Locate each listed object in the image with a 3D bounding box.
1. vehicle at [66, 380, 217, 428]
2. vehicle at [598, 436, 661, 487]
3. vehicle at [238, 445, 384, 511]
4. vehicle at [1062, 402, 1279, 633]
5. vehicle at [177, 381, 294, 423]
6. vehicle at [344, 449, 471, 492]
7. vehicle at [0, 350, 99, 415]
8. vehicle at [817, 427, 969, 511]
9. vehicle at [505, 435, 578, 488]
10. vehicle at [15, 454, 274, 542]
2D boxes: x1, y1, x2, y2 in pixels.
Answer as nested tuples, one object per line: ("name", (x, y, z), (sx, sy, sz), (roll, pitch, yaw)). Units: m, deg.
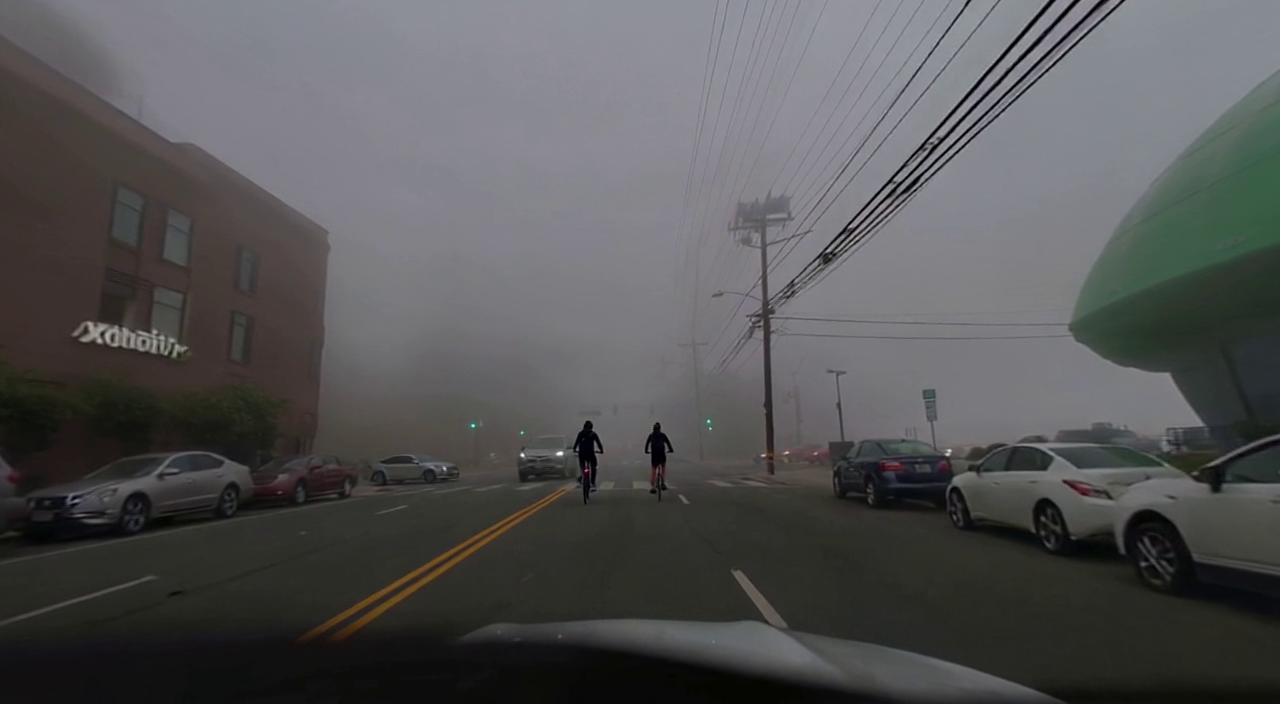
("vehicle", (-17.292, 1.828, 22.047), (3.750, 1.495, 1.727), (-1, -8, -2))
("vehicle", (-0.404, 4.125, 24.076), (2.190, 1.783, 4.048), (0, -9, -1))
("vehicle", (-10.277, 3.922, 20.306), (2.075, 1.816, 4.900), (0, -9, -1))
("vehicle", (5.539, 1.185, 4.554), (1.972, 1.623, 4.469), (0, -9, 2))
("vehicle", (-17.140, 2.155, 26.916), (3.685, 1.584, 1.708), (1, -9, -3))
("vehicle", (-10.646, 5.448, 29.253), (4.961, 1.832, 2.287), (0, -9, 0))
("vehicle", (-17.503, 0.904, 17.413), (3.705, 1.493, 1.701), (-4, -6, 1))
("vehicle", (5.785, 2.720, 15.069), (1.873, 1.714, 3.979), (0, -9, -1))
("vehicle", (-3.903, 4.416, 25.879), (2.184, 1.954, 4.898), (0, -9, 0))
("vehicle", (-10.312, 3.021, 13.761), (1.904, 1.495, 4.585), (0, -9, 0))
